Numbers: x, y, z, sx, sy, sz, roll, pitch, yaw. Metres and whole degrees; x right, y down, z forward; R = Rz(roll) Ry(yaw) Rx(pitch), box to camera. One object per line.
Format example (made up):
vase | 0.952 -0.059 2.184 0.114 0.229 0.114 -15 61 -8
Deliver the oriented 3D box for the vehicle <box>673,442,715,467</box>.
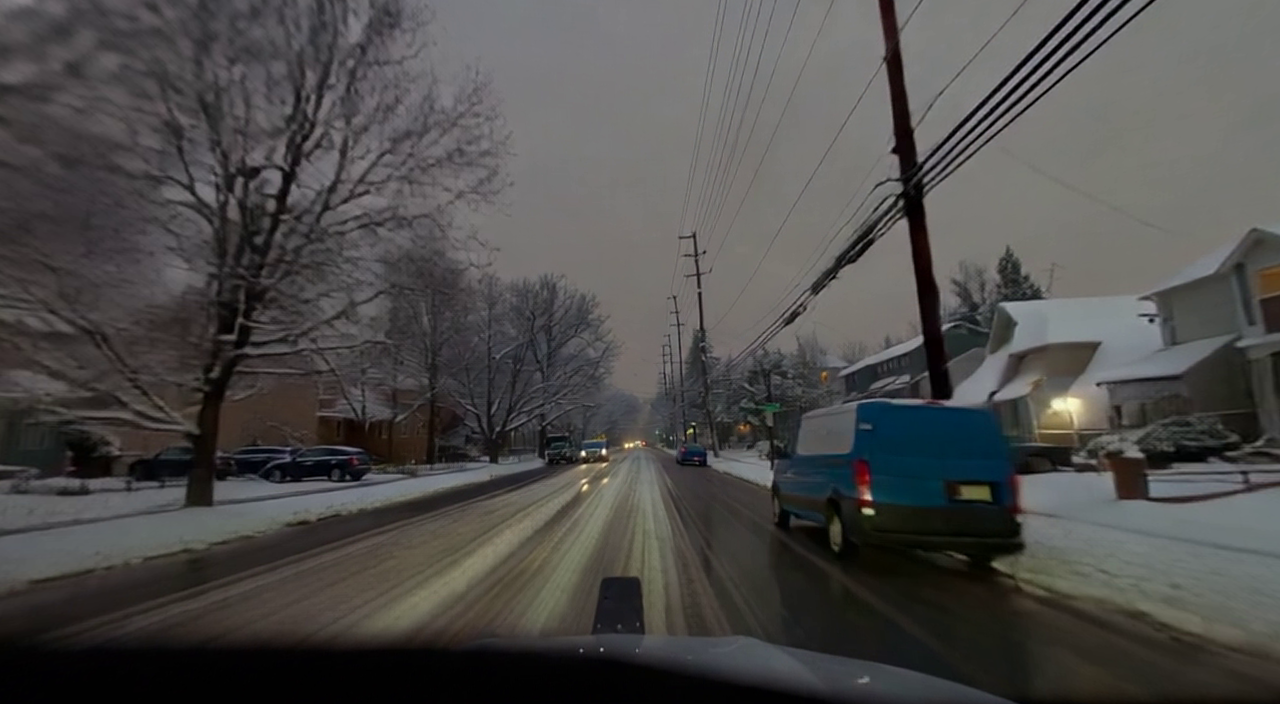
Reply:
vehicle | 3.314 6.373 39.362 1.944 1.439 4.500 0 -9 -4

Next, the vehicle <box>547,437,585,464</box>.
vehicle | -5.555 7.524 48.168 2.263 1.915 5.071 0 -8 1

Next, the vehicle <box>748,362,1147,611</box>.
vehicle | 3.015 1.497 7.935 2.311 2.069 5.156 0 -8 -1

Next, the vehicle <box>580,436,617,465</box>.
vehicle | -2.747 6.686 43.027 2.032 1.836 4.520 0 -8 2

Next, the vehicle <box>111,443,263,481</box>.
vehicle | -18.435 4.473 25.874 4.615 1.482 2.073 0 -8 2

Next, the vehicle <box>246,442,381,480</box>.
vehicle | -13.284 4.454 25.948 4.443 1.475 1.932 0 -9 -1
